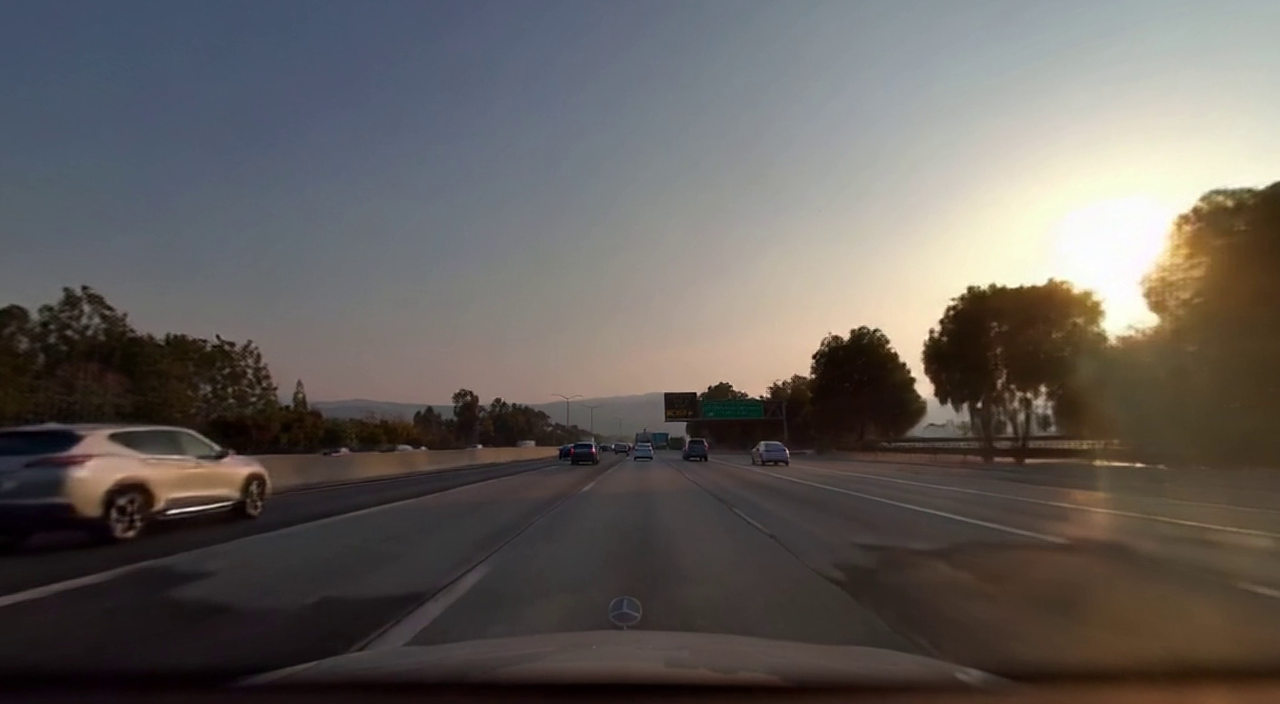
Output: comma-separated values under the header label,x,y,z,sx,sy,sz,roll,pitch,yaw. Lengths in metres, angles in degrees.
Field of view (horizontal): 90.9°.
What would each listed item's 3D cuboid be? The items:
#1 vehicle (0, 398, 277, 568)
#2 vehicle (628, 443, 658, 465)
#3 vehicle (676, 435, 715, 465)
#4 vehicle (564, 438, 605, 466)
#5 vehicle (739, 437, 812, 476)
label,x,y,z,sx,sy,sz,roll,pitch,yaw
vehicle,-7.841,1.722,8.942,2.199,1.781,5.271,0,-8,1
vehicle,0.251,7.390,45.839,2.050,1.452,3.917,0,-8,1
vehicle,3.935,7.038,45.538,2.348,1.991,5.460,0,-8,0
vehicle,-3.544,6.515,41.250,2.118,1.750,4.875,0,-8,1
vehicle,6.165,4.793,29.272,2.196,1.659,4.451,0,-8,-3
